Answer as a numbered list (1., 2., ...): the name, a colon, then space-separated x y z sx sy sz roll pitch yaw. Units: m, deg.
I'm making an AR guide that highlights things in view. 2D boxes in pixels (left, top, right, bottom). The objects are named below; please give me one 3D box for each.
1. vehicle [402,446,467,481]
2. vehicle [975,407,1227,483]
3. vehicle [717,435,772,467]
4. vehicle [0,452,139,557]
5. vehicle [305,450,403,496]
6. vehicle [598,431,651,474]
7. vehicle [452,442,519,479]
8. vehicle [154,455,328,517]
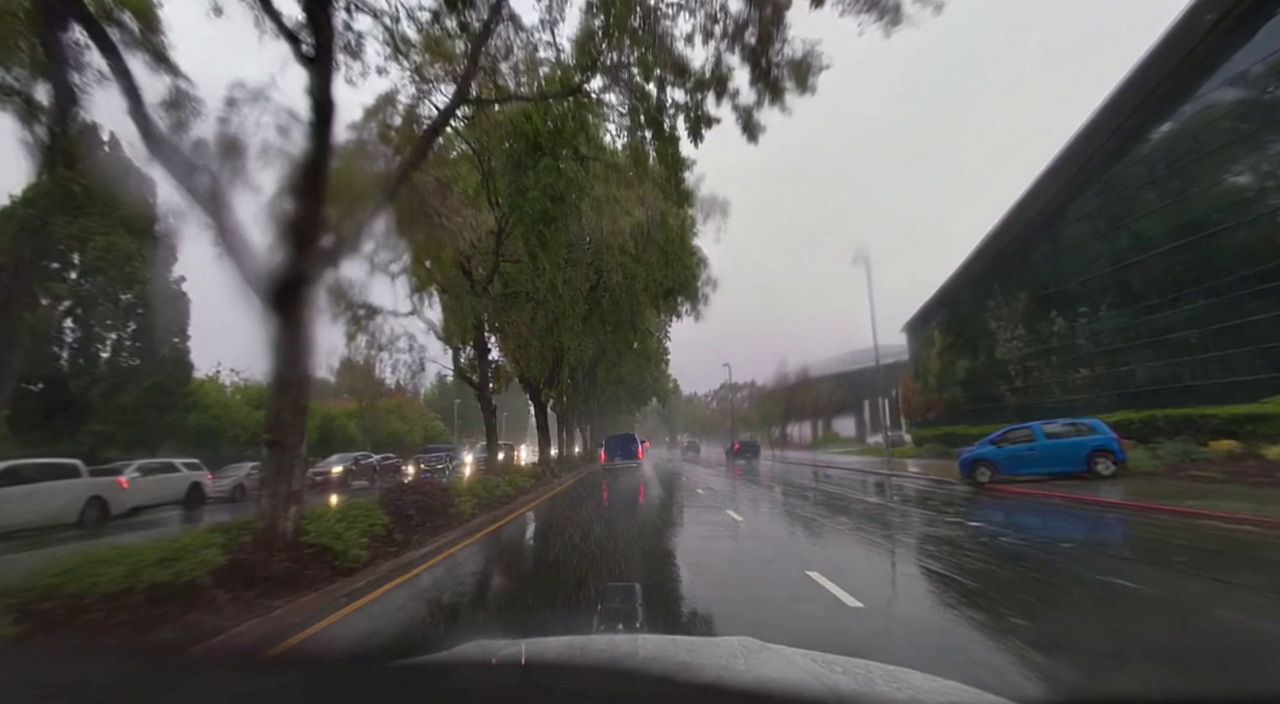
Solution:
1. vehicle: -11.389 6.190 35.364 2.093 1.816 4.559 0 -8 0
2. vehicle: 12.169 2.540 17.147 4.932 1.738 2.080 -5 -8 15
3. vehicle: 6.224 5.998 38.351 2.364 1.781 4.854 0 -8 -2
4. vehicle: -11.629 2.667 11.238 1.944 1.698 4.329 0 -8 -2
5. vehicle: -11.310 4.780 25.356 2.025 1.651 4.097 0 -8 0
6. vehicle: -0.772 5.022 31.728 2.411 1.937 5.186 0 -8 -1
7. vehicle: -8.191 5.793 34.077 2.184 1.824 5.418 0 -8 0
8. vehicle: -11.532 3.862 18.772 2.107 1.524 4.697 0 -8 0
